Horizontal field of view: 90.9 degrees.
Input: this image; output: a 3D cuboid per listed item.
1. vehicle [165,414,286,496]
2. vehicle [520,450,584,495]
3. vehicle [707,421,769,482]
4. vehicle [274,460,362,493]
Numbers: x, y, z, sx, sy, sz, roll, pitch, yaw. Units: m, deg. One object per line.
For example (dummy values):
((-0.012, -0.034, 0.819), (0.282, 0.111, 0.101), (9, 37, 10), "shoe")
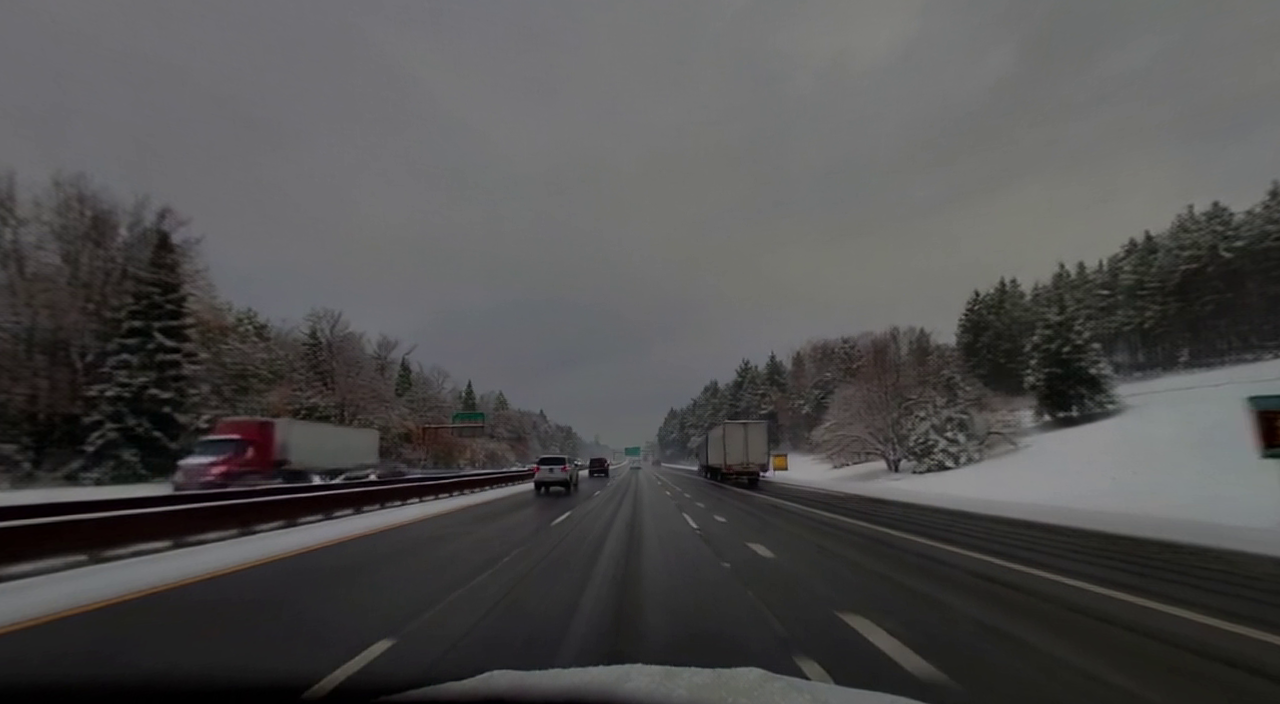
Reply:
((-19.383, 4.866, 29.741), (2.975, 3.552, 3.526), (1, -10, 1), "vehicle")
((-4.011, 5.623, 29.586), (2.272, 1.873, 4.832), (1, -10, 0), "vehicle")
((7.328, 7.868, 48.591), (3.235, 4.088, 9.243), (1, -12, 0), "vehicle")
((-15.502, 6.014, 30.595), (2.008, 1.487, 4.180), (1, -10, 0), "vehicle")
